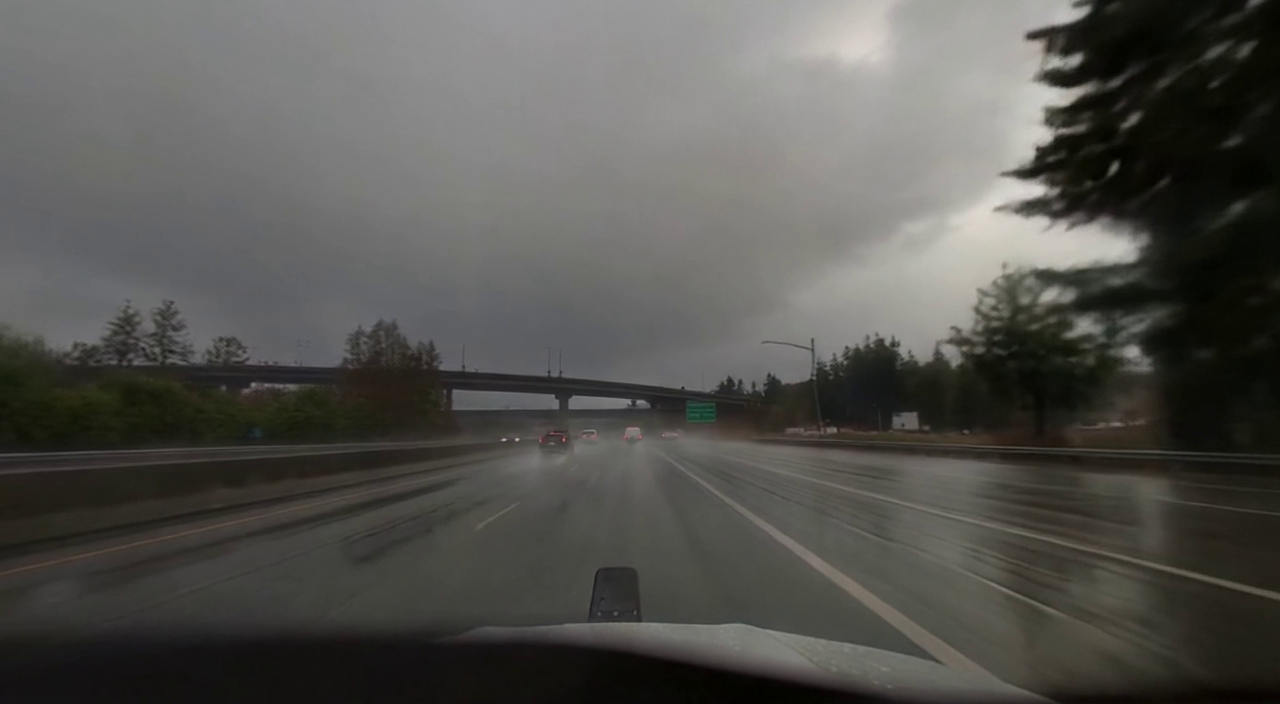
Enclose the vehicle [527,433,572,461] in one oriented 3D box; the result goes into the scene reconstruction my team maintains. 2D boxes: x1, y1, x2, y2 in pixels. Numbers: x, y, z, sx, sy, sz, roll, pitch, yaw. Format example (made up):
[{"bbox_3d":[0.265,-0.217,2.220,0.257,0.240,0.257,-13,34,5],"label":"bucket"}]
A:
[{"bbox_3d":[-4.900,5.190,34.589,1.933,1.473,4.023,0,-8,0],"label":"vehicle"}]
